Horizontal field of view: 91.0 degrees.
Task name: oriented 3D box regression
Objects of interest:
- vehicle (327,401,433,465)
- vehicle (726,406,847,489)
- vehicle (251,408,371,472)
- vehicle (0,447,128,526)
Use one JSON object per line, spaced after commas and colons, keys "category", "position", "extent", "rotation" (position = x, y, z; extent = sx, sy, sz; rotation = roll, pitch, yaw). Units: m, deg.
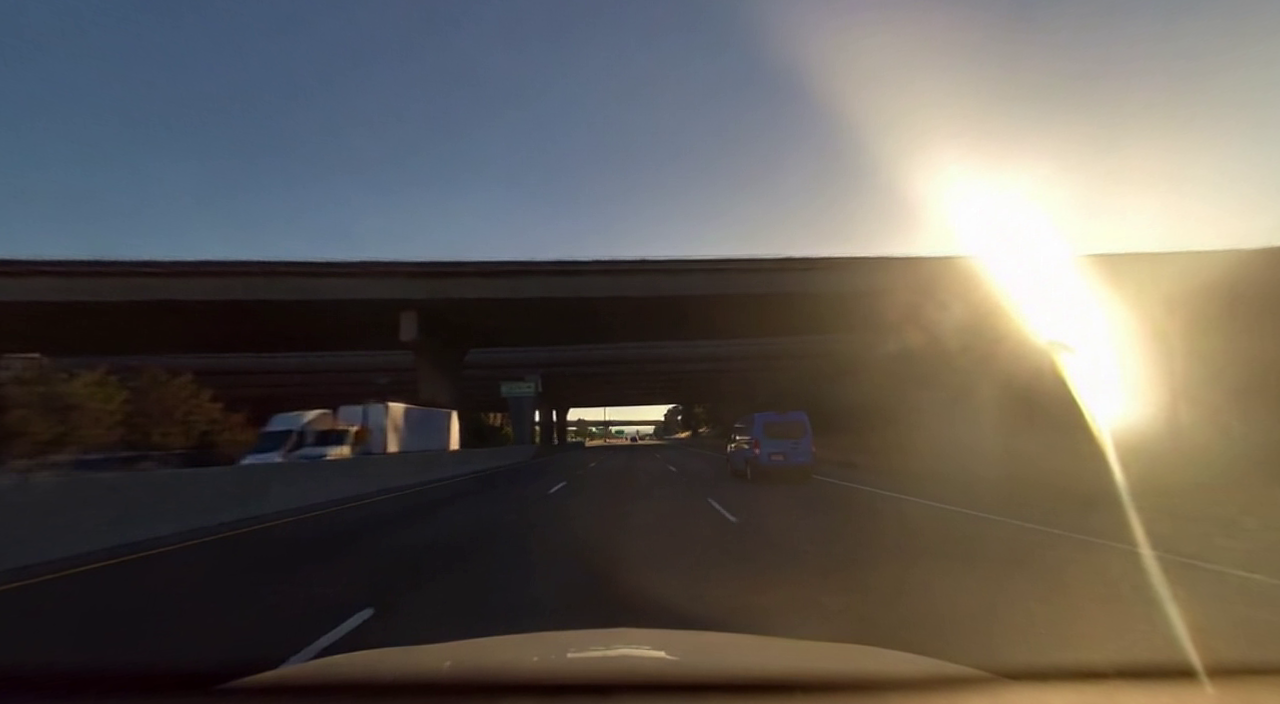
{"category": "vehicle", "position": [-17.489, 5.625, 43.424], "extent": [3.018, 3.854, 10.404], "rotation": [0, -8, -1]}
{"category": "vehicle", "position": [3.913, 2.673, 17.817], "extent": [2.161, 2.002, 4.631], "rotation": [0, -8, -2]}
{"category": "vehicle", "position": [-22.266, 6.053, 43.521], "extent": [3.030, 3.882, 10.014], "rotation": [0, -8, -2]}
{"category": "vehicle", "position": [-13.743, 2.845, 13.526], "extent": [1.890, 1.523, 4.262], "rotation": [-1, -8, 0]}
